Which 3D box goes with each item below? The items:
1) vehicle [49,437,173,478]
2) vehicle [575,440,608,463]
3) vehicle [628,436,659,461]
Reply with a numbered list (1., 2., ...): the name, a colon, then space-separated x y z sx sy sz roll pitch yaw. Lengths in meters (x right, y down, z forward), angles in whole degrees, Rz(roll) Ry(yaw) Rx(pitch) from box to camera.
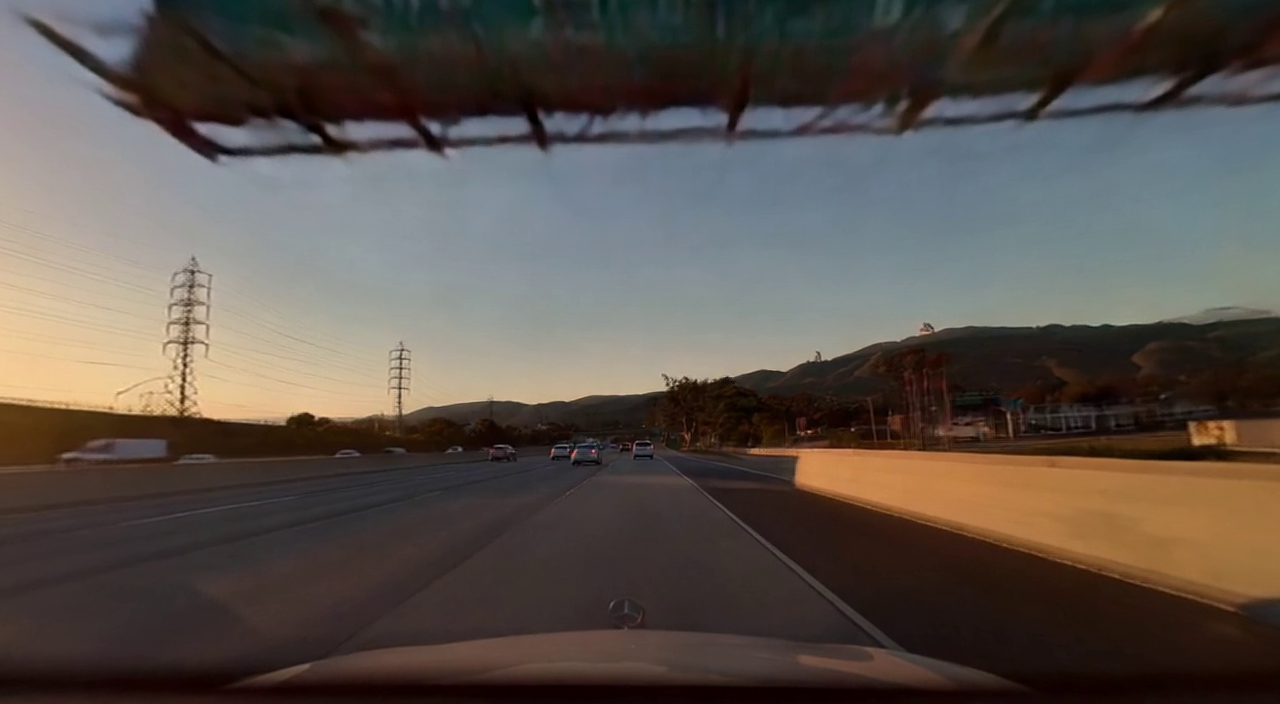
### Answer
1. vehicle: -35.823 7.135 43.080 2.859 2.588 6.379 0 -8 1
2. vehicle: -3.411 7.167 45.492 1.967 1.517 4.808 0 -8 0
3. vehicle: 0.213 7.230 47.305 2.194 1.737 4.127 0 -8 -1
